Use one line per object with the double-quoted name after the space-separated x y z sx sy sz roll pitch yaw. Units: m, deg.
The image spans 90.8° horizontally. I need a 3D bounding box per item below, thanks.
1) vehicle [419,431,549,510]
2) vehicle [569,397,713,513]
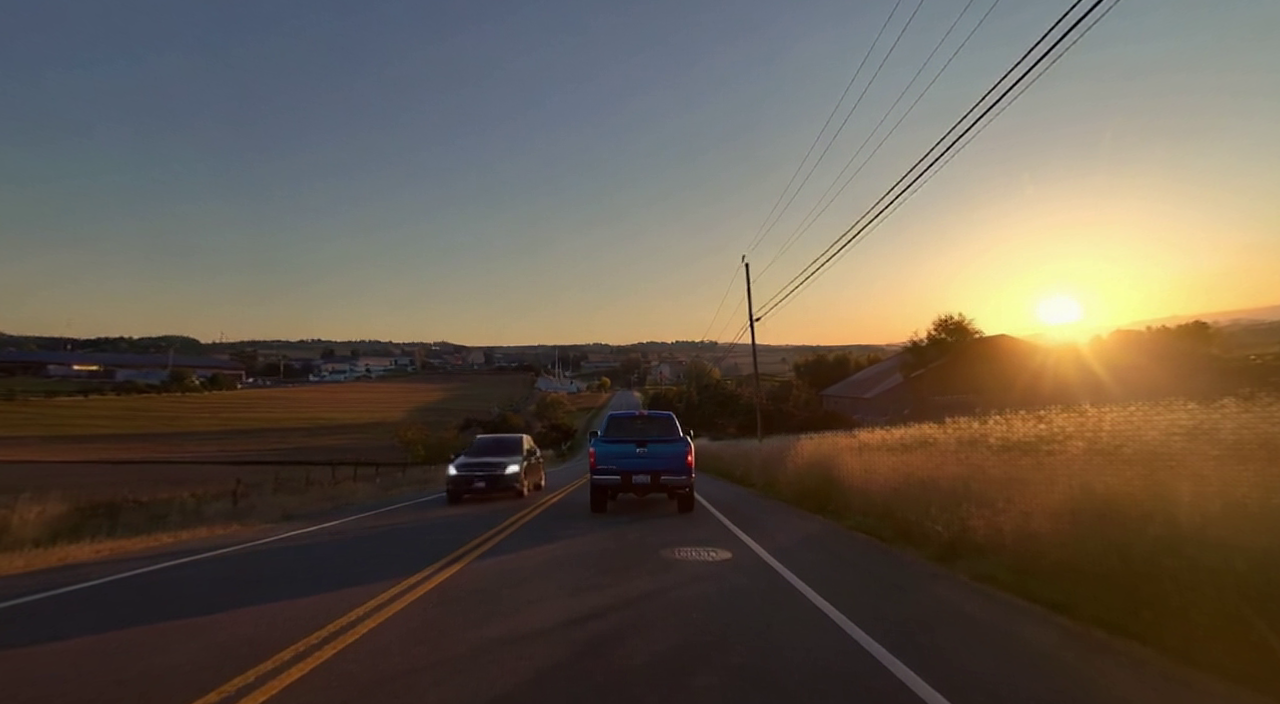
-3.825 3.003 16.473 2.122 1.729 4.783 0 -8 1 "vehicle"
-0.052 2.627 16.534 2.912 2.320 7.292 0 -8 -1 "vehicle"
